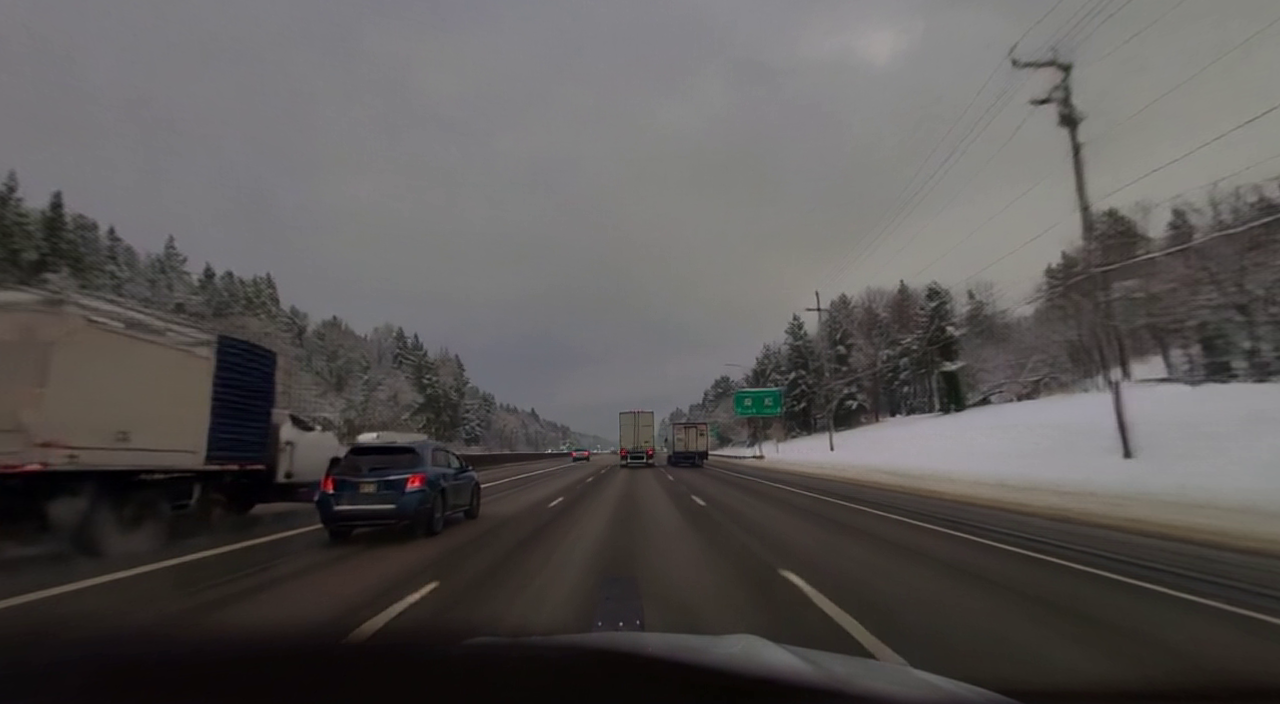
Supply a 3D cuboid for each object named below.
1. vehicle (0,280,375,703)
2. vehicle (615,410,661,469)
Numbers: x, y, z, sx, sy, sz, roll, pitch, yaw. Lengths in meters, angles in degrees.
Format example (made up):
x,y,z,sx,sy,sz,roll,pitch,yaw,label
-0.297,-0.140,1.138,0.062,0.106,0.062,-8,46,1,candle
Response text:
x,y,z,sx,sy,sz,roll,pitch,yaw,label
-3.918,0.972,5.043,2.033,2.234,3.490,0,-9,-1,vehicle
-0.138,6.880,49.096,3.201,4.019,10.918,0,-9,0,vehicle
